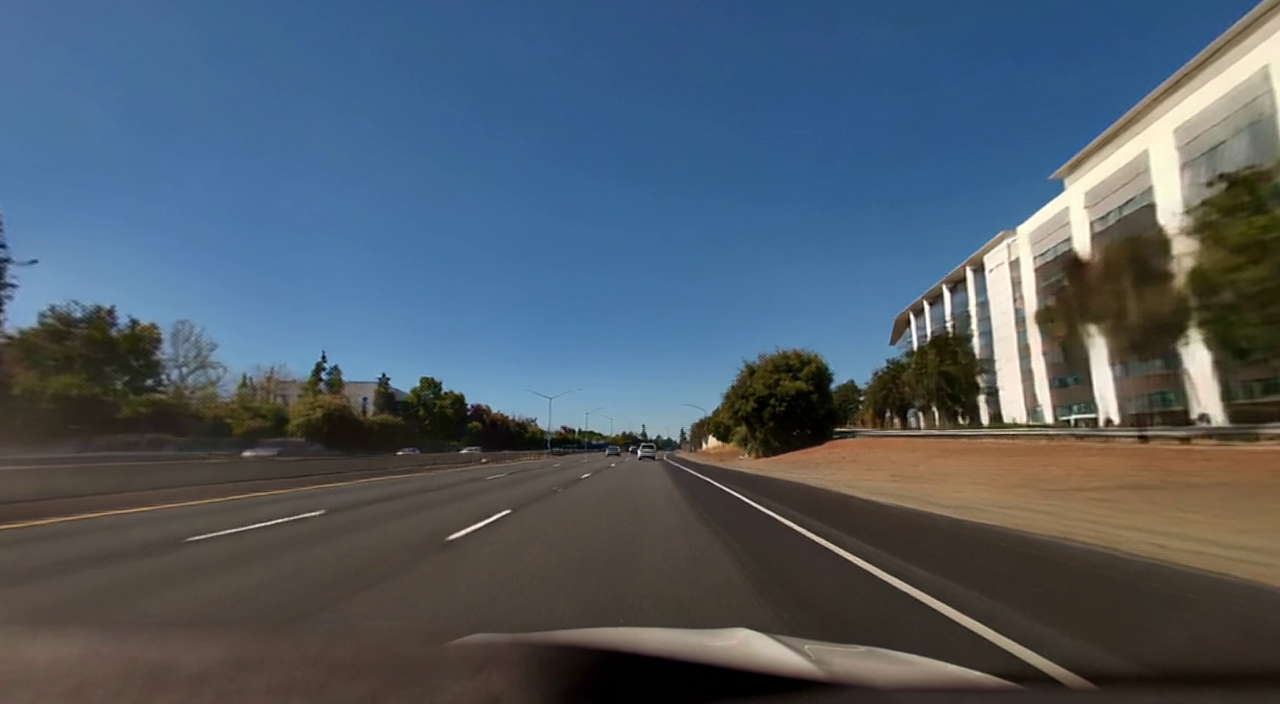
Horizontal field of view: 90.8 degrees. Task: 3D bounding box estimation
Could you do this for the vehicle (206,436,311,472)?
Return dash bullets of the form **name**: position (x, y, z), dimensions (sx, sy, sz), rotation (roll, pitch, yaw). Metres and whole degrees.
- **vehicle**: position (-18.330, 4.909, 30.673), dimensions (1.956, 1.578, 4.787), rotation (-1, -8, 2)
